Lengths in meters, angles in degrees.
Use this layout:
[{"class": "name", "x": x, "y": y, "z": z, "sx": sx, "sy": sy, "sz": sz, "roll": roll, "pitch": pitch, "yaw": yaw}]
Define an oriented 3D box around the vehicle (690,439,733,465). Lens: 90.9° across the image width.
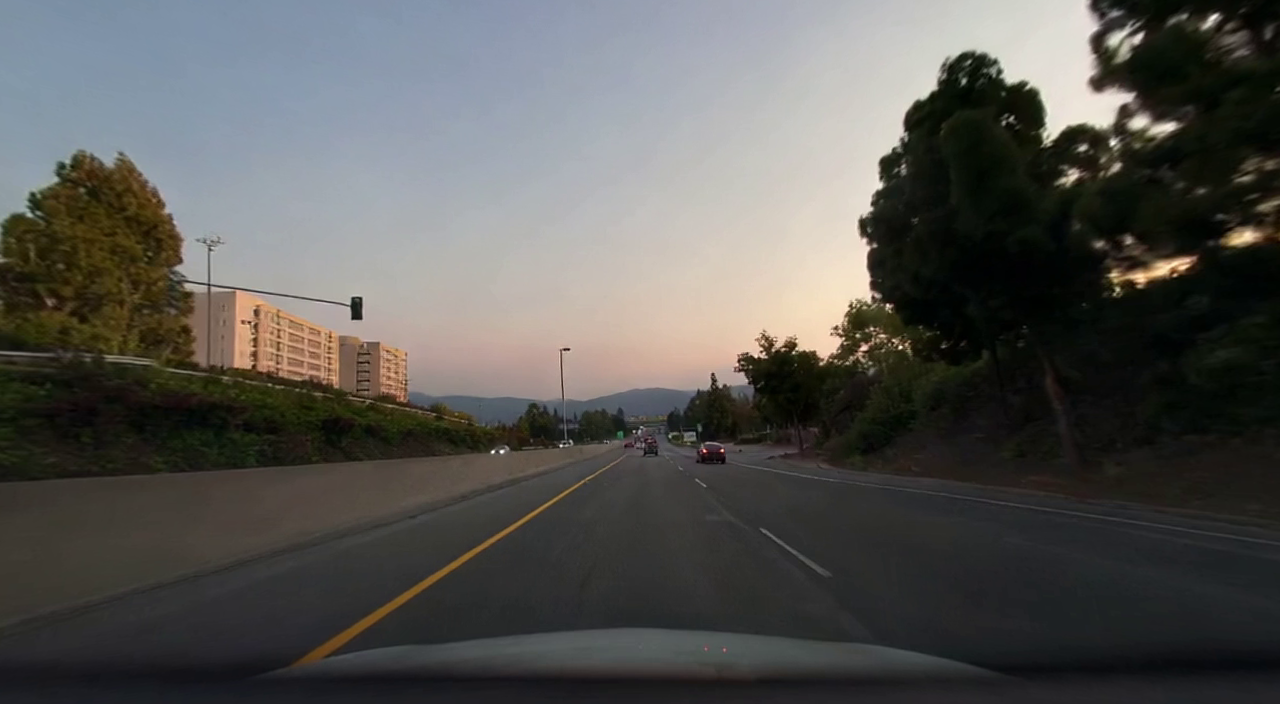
[{"class": "vehicle", "x": 4.283, "y": 6.086, "z": 38.519, "sx": 2.042, "sy": 1.518, "sz": 4.477, "roll": 0, "pitch": -9, "yaw": -1}]
